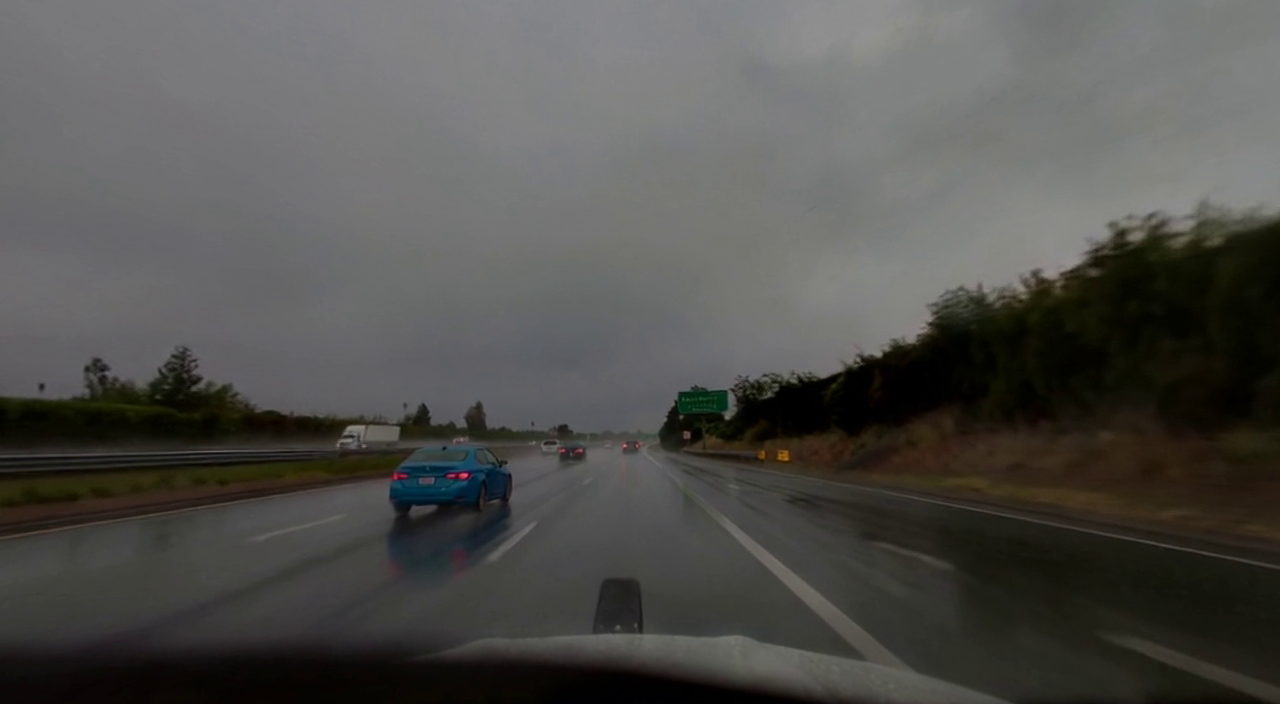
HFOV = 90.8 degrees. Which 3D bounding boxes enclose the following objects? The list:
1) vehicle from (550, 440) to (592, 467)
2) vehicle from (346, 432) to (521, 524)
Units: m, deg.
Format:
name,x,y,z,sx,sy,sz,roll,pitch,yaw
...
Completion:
name,x,y,z,sx,sy,sz,roll,pitch,yaw
vehicle,-4.080,6.079,37.928,2.068,1.501,4.395,0,-8,-1
vehicle,-3.832,2.413,12.702,2.025,1.506,4.429,0,-8,0
